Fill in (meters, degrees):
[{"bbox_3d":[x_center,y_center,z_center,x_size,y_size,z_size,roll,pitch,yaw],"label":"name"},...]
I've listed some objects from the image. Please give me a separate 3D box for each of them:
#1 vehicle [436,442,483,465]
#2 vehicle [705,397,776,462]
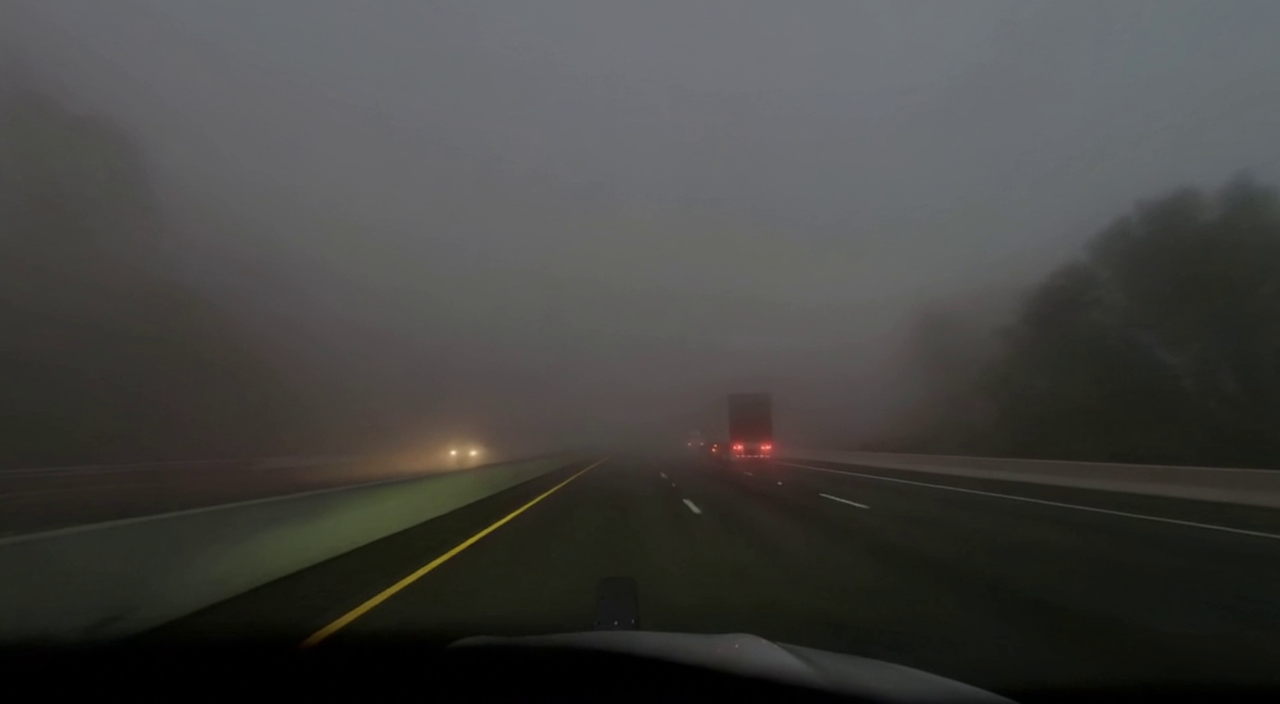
[{"bbox_3d":[-12.474,6.989,43.725,1.977,1.473,4.523,0,-8,0],"label":"vehicle"},{"bbox_3d":[7.052,5.856,46.656,2.885,4.075,13.981,0,-8,0],"label":"vehicle"}]
